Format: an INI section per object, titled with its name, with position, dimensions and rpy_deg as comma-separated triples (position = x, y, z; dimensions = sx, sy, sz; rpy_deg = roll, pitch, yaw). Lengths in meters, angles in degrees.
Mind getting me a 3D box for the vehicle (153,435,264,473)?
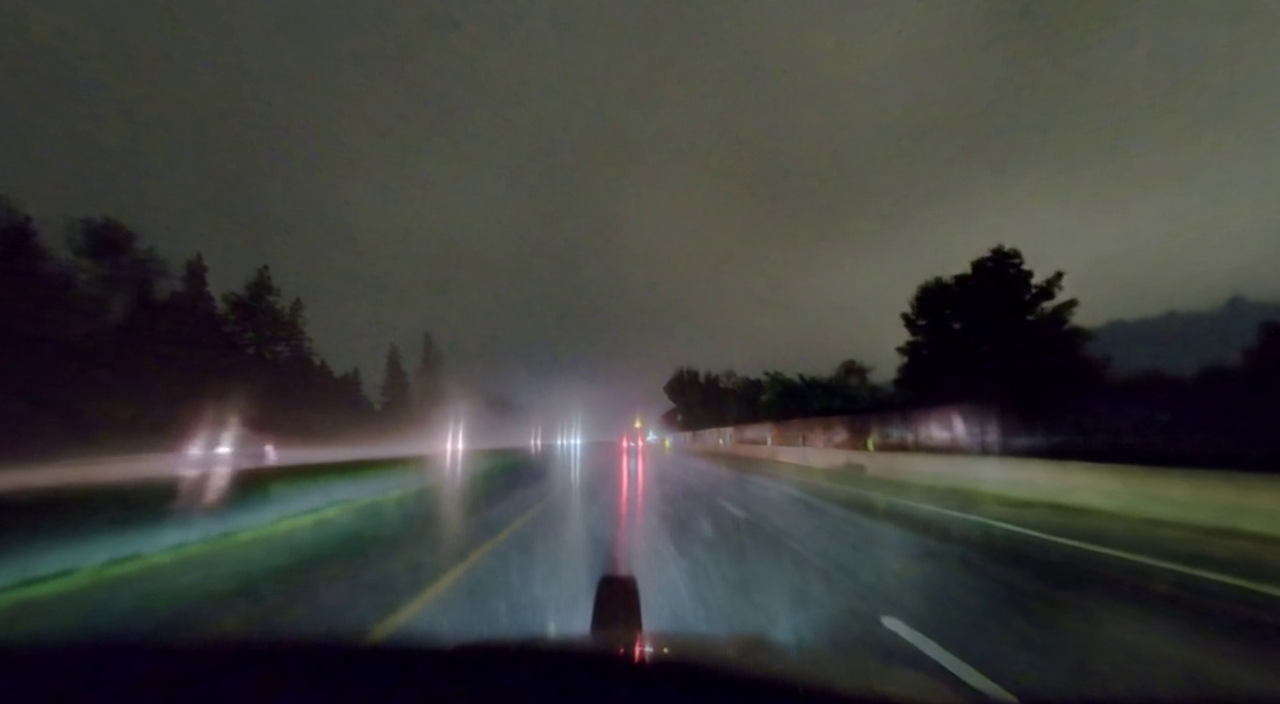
[vehicle]
position = -20.567, 4.845, 30.355
dimensions = 1.954, 1.638, 4.797
rpy_deg = 0, -8, -1
